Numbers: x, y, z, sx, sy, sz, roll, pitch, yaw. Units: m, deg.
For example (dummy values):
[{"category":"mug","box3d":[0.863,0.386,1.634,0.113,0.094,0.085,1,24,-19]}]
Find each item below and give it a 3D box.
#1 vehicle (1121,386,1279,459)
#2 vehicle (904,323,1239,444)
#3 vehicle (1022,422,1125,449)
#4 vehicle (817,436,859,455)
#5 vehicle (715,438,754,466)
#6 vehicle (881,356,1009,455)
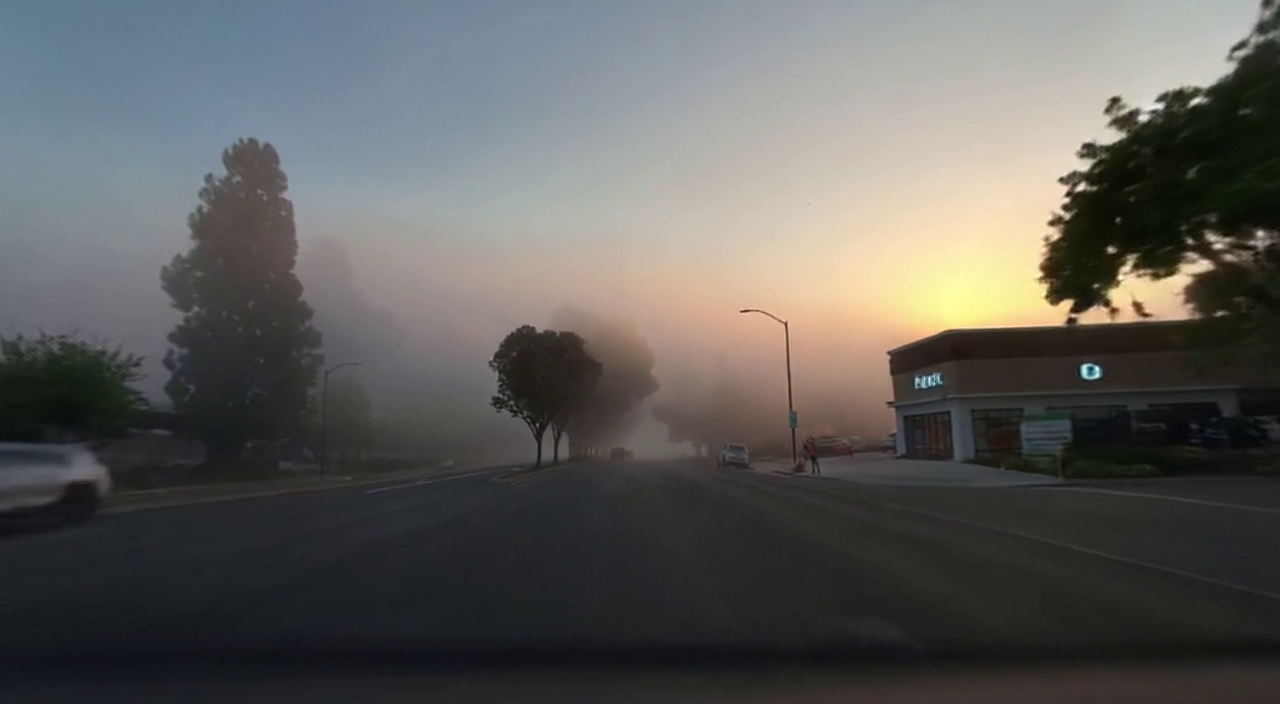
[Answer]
[{"category":"vehicle","box3d":[26.072,3.406,29.747,4.543,3.105,4.010,-4,-10,27]},{"category":"vehicle","box3d":[25.402,2.281,38.936,16.415,6.611,1.394,-4,-10,26]},{"category":"vehicle","box3d":[24.868,4.841,36.441,4.712,1.527,0.932,-4,-10,27]},{"category":"vehicle","box3d":[15.651,7.385,49.971,2.692,1.222,1.593,0,-11,-27]},{"category":"vehicle","box3d":[6.773,7.201,45.615,1.954,1.907,4.736,0,-9,-1]},{"category":"vehicle","box3d":[15.695,2.848,32.032,9.886,4.618,0.062,5,-10,-30]}]
